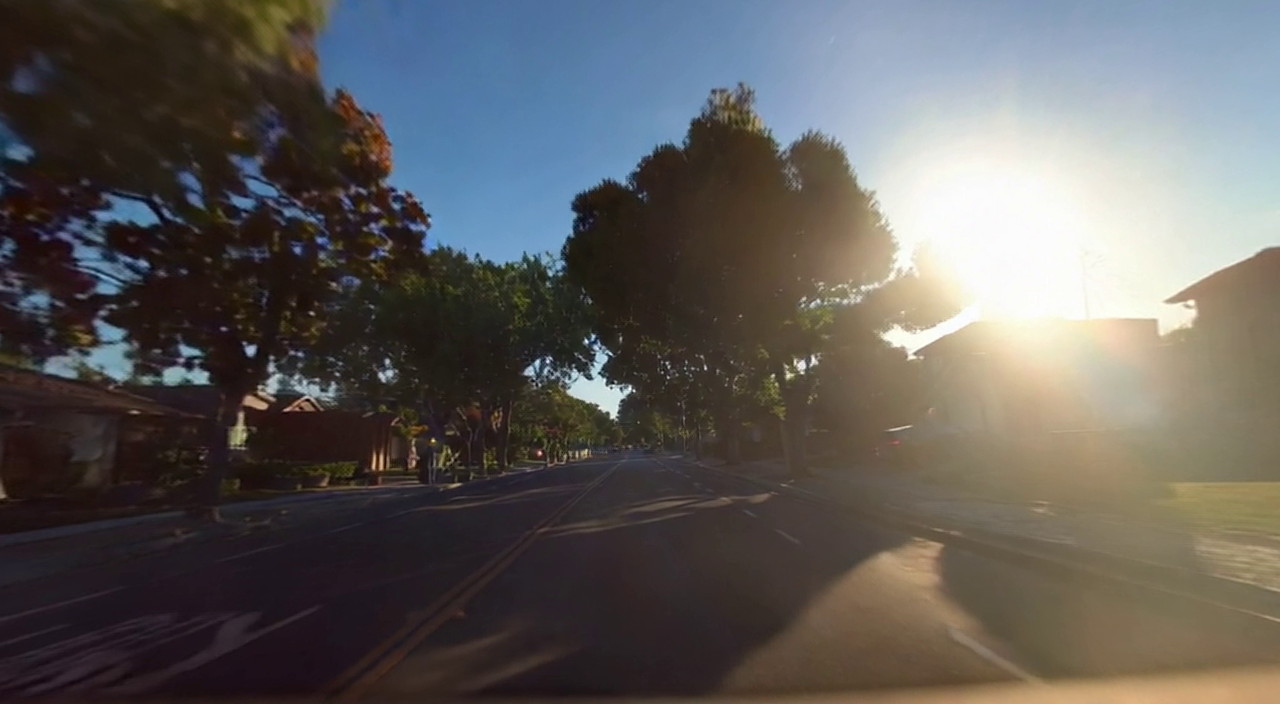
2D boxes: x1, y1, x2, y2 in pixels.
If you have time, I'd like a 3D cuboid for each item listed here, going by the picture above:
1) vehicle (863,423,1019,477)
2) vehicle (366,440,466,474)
[{"bbox_3d":[10.403,3.414,22.141,4.449,1.765,1.917,0,-8,3],"label":"vehicle"},{"bbox_3d":[-12.846,6.022,36.422,4.928,1.848,2.041,0,-8,0],"label":"vehicle"}]
